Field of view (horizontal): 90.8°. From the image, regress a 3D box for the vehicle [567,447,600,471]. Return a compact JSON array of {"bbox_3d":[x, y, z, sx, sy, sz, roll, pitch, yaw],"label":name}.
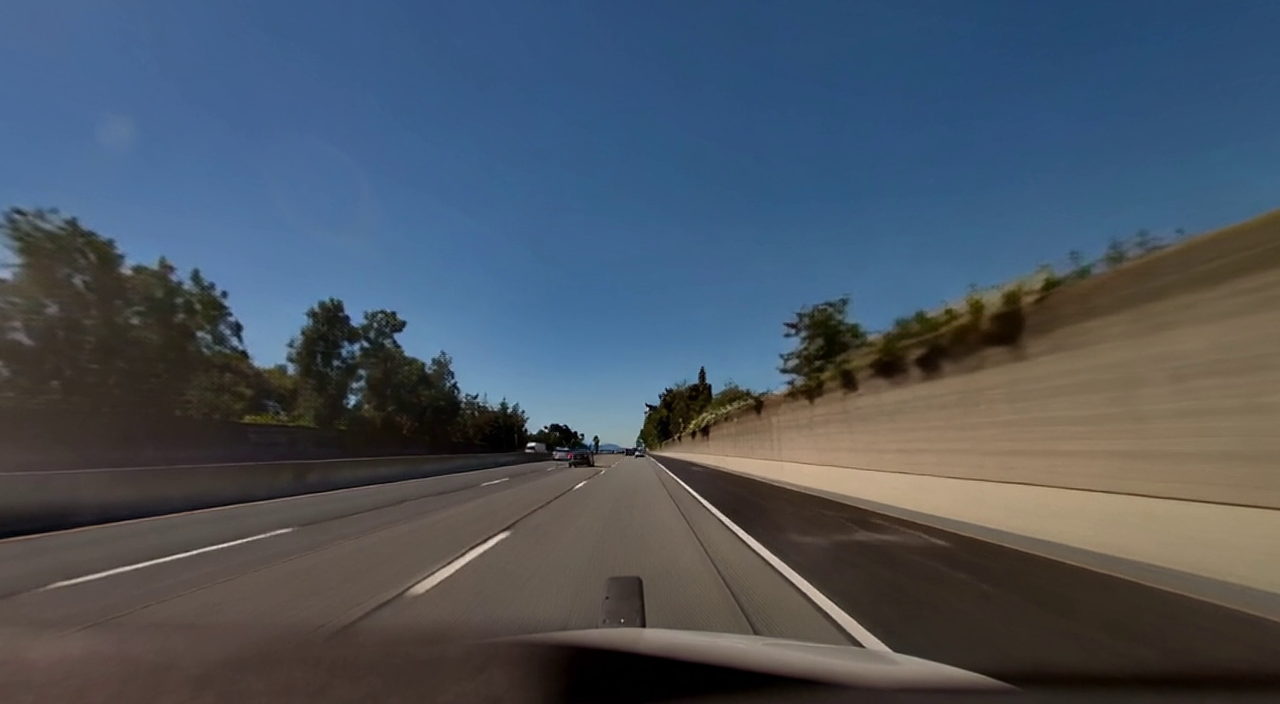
[{"bbox_3d":[-3.800,7.254,43.046,1.893,1.521,3.742,0,-9,0],"label":"vehicle"}]
